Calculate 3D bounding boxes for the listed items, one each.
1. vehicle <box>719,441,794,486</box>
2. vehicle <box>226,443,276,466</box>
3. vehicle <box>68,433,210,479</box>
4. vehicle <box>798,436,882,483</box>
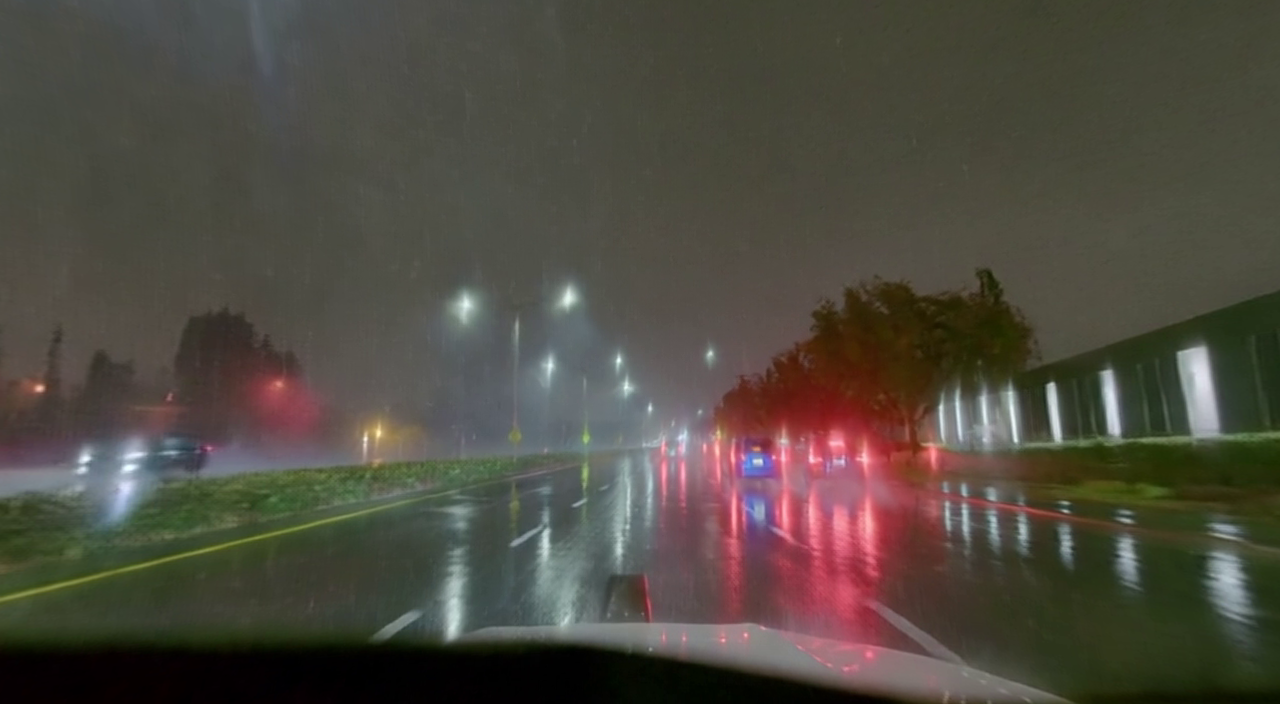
[{"bbox_3d":[4.176,4.065,23.355,1.981,1.499,4.536,0,-8,1],"label":"vehicle"},{"bbox_3d":[-29.299,7.667,47.386,4.266,1.583,2.078,-8,-12,43],"label":"vehicle"},{"bbox_3d":[-19.446,4.057,24.796,2.140,1.626,4.526,1,-8,-5],"label":"vehicle"},{"bbox_3d":[8.357,4.505,26.808,2.104,1.801,4.628,0,-8,1],"label":"vehicle"}]
